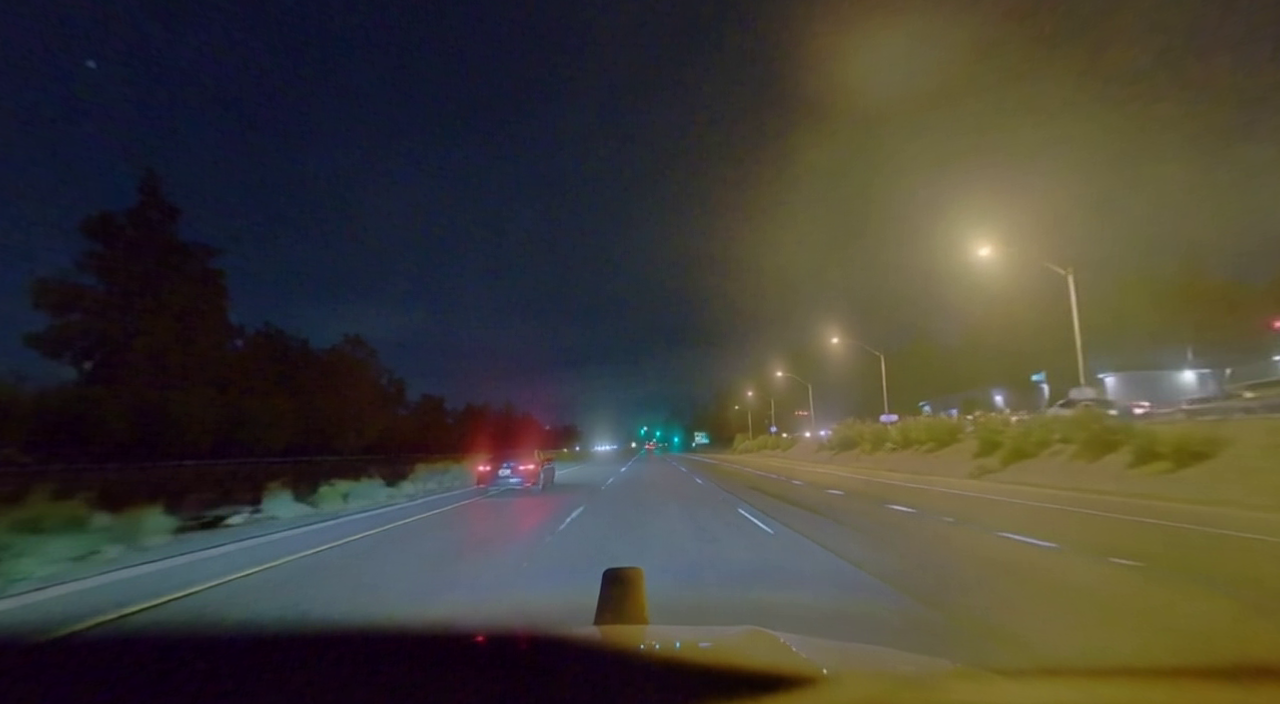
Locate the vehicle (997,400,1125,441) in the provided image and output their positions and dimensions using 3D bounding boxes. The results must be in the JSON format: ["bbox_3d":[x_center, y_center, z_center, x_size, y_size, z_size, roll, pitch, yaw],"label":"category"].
[{"bbox_3d":[19.711,3.285,29.632,4.728,1.706,1.975,-7,-11,36],"label":"vehicle"}]

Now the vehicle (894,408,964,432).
[{"bbox_3d":[21.524,5.098,46.935,4.459,1.642,1.856,-5,-10,30],"label":"vehicle"}]

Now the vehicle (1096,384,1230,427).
[{"bbox_3d":[20.947,2.207,25.465,3.860,1.519,1.697,-6,-10,33],"label":"vehicle"}]

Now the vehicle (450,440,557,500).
[{"bbox_3d":[-3.798,3.369,18.425,2.021,1.526,4.385,0,-8,2],"label":"vehicle"}]
